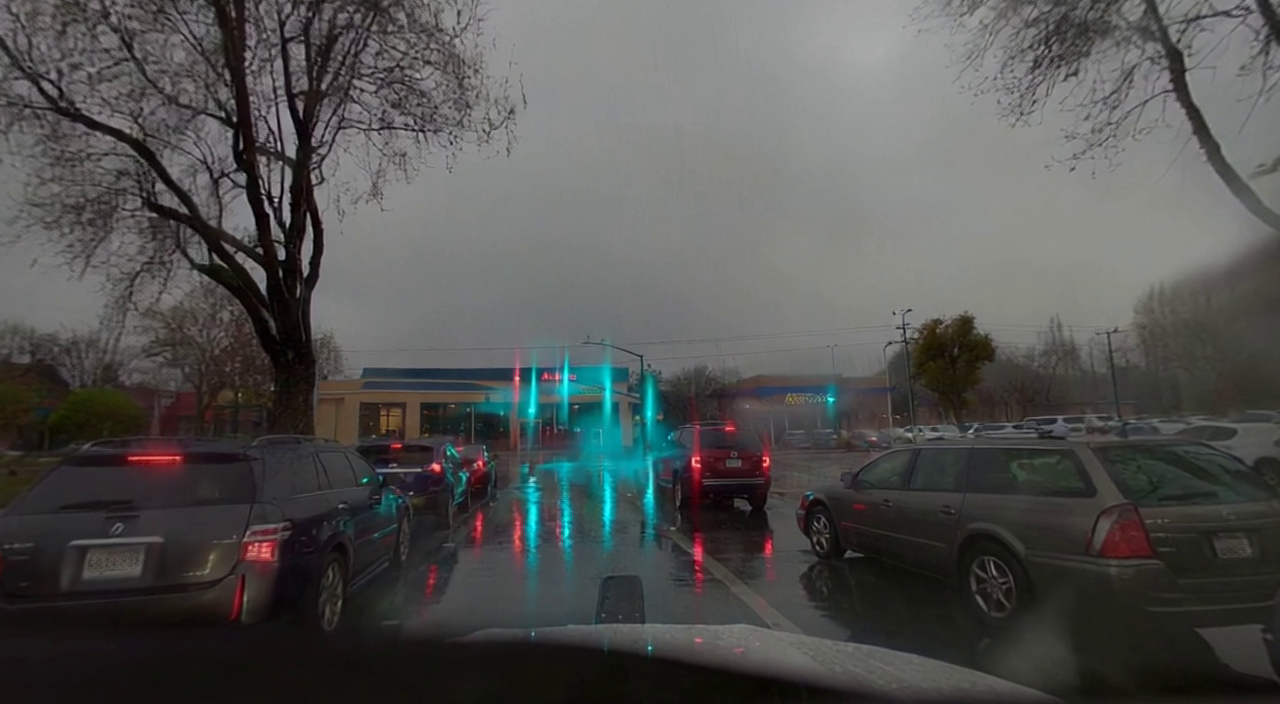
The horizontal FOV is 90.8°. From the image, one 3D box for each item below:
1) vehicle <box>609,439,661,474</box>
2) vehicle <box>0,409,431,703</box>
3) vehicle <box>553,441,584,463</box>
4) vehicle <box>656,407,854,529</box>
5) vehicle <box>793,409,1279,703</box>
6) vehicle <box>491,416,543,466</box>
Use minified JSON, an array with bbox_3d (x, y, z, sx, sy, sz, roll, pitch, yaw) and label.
[{"bbox_3d":[-0.319,4.779,29.189,1.910,1.493,4.490,1,-8,-7],"label":"vehicle"},{"bbox_3d":[-2.903,1.341,5.131,1.968,1.497,4.286,2,-9,-14],"label":"vehicle"},{"bbox_3d":[-5.276,7.343,46.531,2.095,1.473,4.301,1,-8,-7],"label":"vehicle"},{"bbox_3d":[1.905,2.244,12.870,2.324,1.907,5.634,1,-8,-7],"label":"vehicle"},{"bbox_3d":[3.160,1.399,5.634,1.904,1.494,4.864,1,-8,-6],"label":"vehicle"},{"bbox_3d":[-8.583,6.363,45.040,2.820,3.263,7.986,1,-8,-6],"label":"vehicle"}]
